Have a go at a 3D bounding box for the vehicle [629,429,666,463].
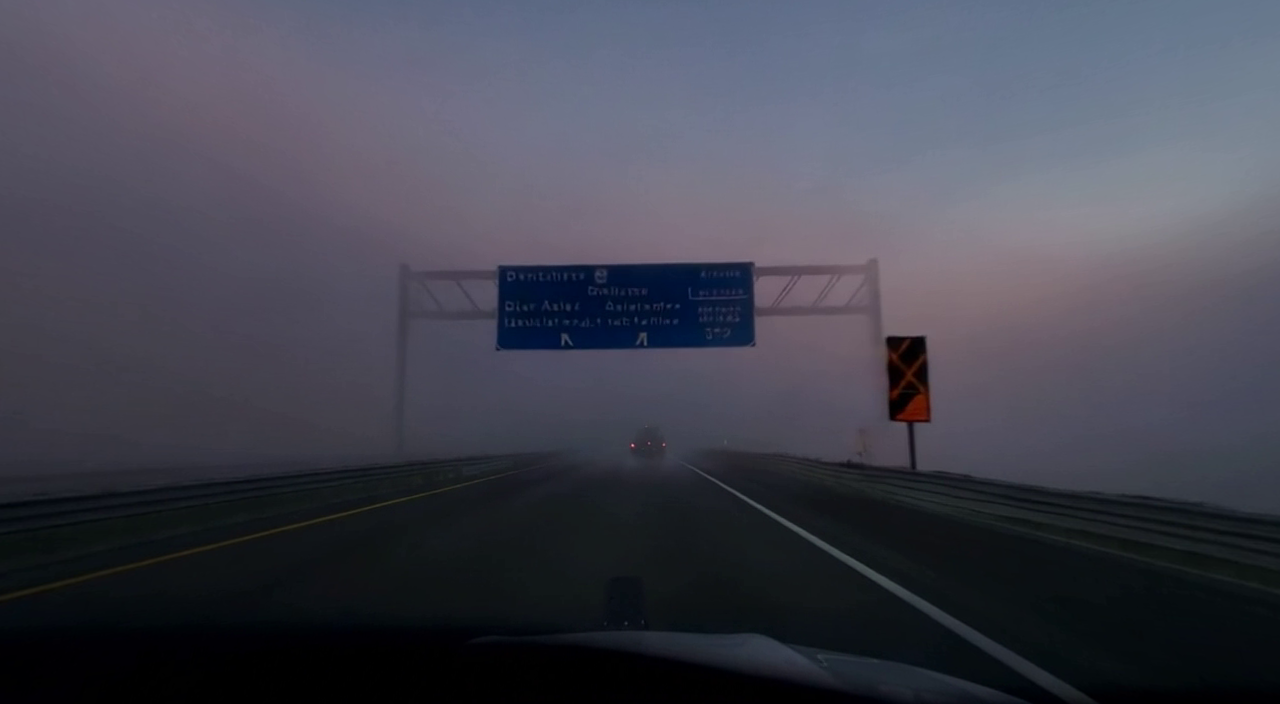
[{"bbox_3d":[0.516,6.142,41.243,2.277,2.109,4.922,0,-8,1],"label":"vehicle"}]
